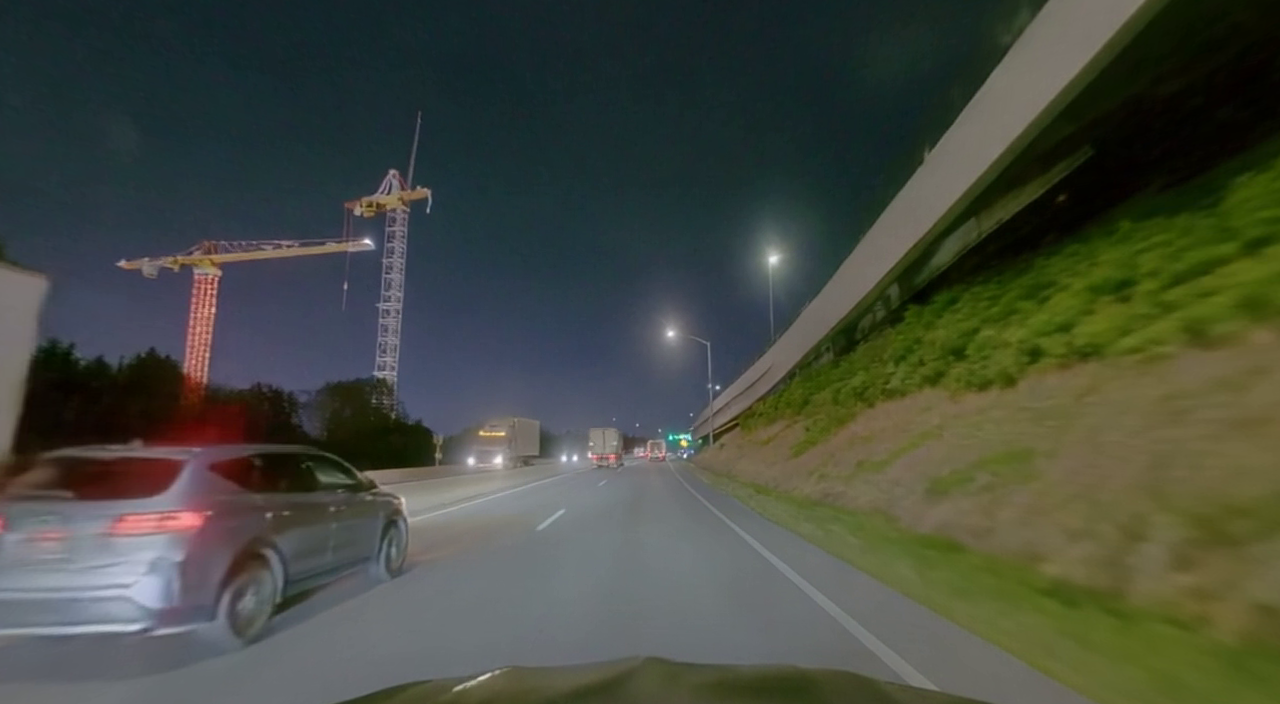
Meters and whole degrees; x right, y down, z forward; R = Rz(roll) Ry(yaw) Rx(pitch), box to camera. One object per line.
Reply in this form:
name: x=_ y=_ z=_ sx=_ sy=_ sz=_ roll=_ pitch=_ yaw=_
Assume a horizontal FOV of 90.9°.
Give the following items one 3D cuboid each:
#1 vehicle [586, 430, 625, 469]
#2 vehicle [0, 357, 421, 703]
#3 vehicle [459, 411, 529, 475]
vehicle: x=-2.616 y=7.626 z=49.173 sx=2.565 sy=2.771 sz=6.641 roll=0 pitch=-9 yaw=1
vehicle: x=-3.316 y=1.145 z=4.290 sx=2.194 sy=1.648 sz=3.984 roll=0 pitch=-9 yaw=0
vehicle: x=-9.544 y=6.067 z=41.925 sx=3.012 sy=3.952 sz=5.836 roll=-1 pitch=-9 yaw=2
